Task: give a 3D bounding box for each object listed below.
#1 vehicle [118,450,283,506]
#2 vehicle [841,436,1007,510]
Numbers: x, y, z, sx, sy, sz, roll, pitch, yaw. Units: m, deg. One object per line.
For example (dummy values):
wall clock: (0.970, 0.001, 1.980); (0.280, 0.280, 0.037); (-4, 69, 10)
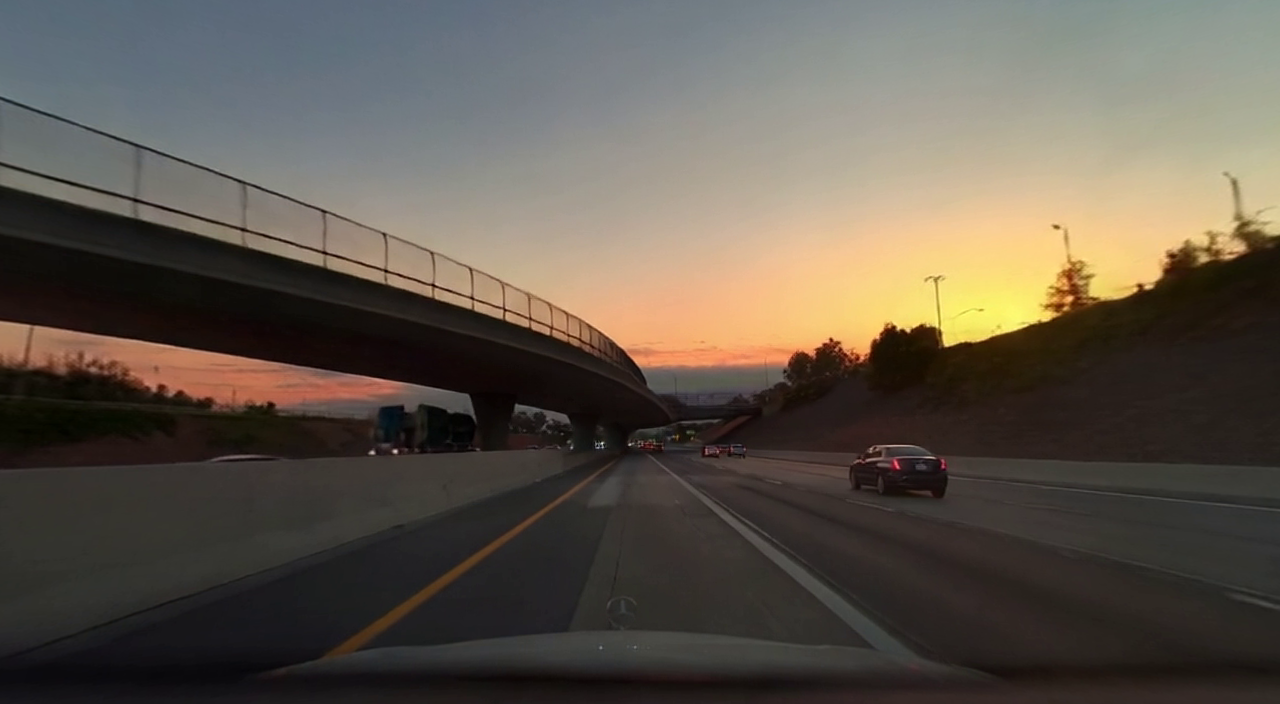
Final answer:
vehicle: (-13.564, 3.870, 19.922); (1.911, 1.500, 4.555); (0, -9, 0)
vehicle: (6.797, 2.924, 15.808); (1.901, 1.548, 4.684); (0, -9, -1)
